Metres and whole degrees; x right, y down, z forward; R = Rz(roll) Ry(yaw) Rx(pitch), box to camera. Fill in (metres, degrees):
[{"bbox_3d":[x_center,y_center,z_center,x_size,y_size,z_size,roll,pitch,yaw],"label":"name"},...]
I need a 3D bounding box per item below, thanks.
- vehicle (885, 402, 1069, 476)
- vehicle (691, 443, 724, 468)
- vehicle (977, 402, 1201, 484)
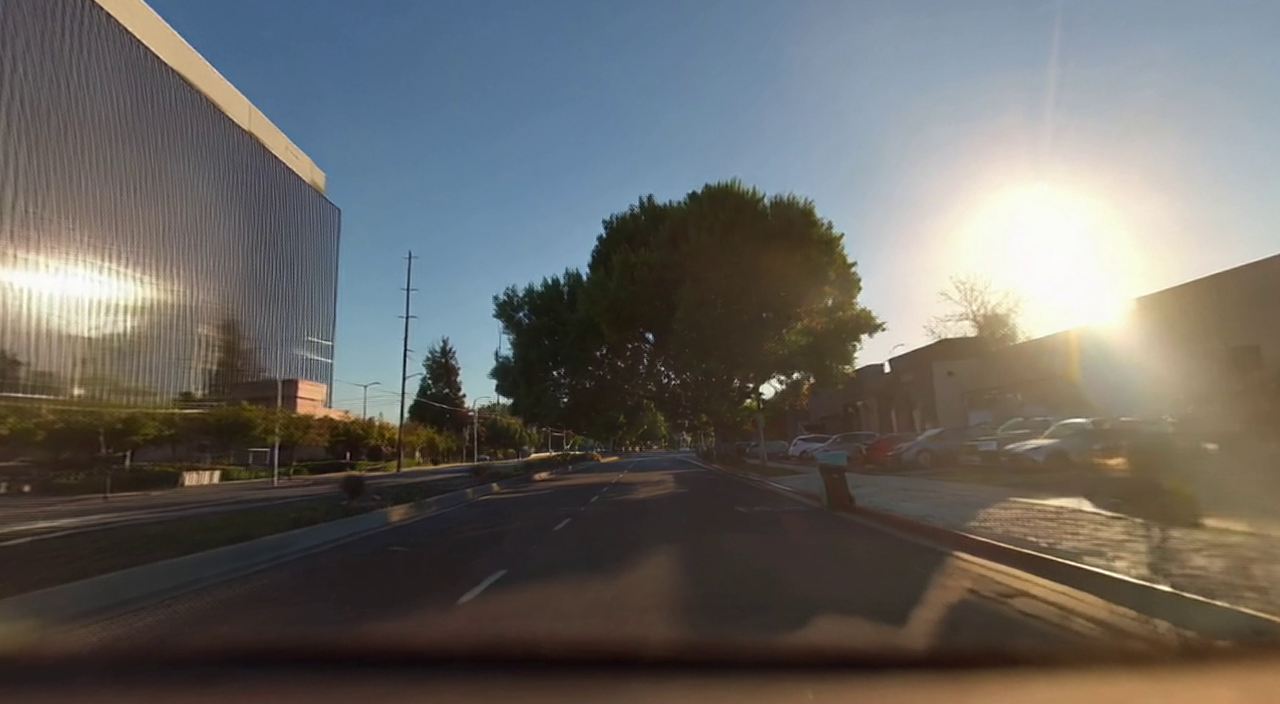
[{"bbox_3d":[12.122,3.195,22.975,5.330,1.917,2.001,-7,-10,1],"label":"vehicle"},{"bbox_3d":[5.198,8.037,49.157,2.078,1.771,5.174,0,-8,0],"label":"vehicle"},{"bbox_3d":[12.133,2.491,17.306,4.478,1.578,1.944,-7,-9,2],"label":"vehicle"}]
